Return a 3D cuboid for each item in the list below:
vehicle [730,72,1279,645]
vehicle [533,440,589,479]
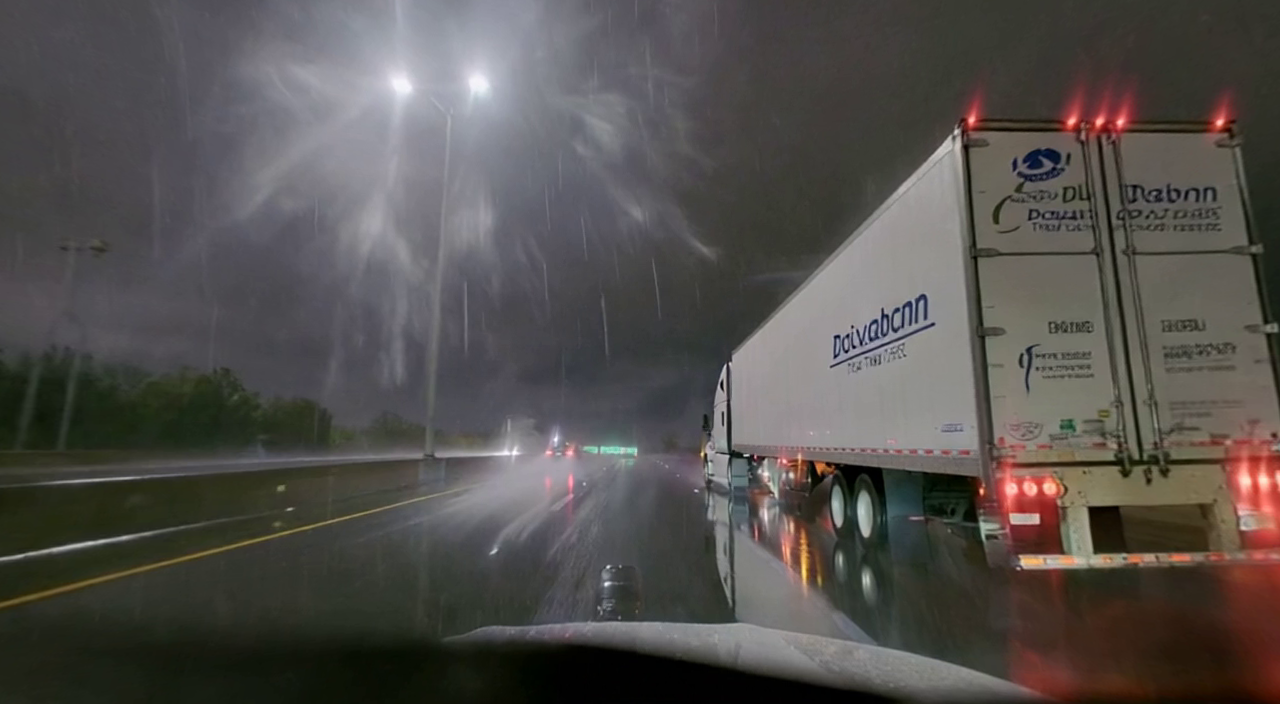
[{"bbox_3d":[3.962,0.829,10.806,2.962,4.132,12.720,0,-8,0],"label":"vehicle"},{"bbox_3d":[-3.527,4.886,28.955,2.030,1.657,3.926,0,-8,0],"label":"vehicle"}]
